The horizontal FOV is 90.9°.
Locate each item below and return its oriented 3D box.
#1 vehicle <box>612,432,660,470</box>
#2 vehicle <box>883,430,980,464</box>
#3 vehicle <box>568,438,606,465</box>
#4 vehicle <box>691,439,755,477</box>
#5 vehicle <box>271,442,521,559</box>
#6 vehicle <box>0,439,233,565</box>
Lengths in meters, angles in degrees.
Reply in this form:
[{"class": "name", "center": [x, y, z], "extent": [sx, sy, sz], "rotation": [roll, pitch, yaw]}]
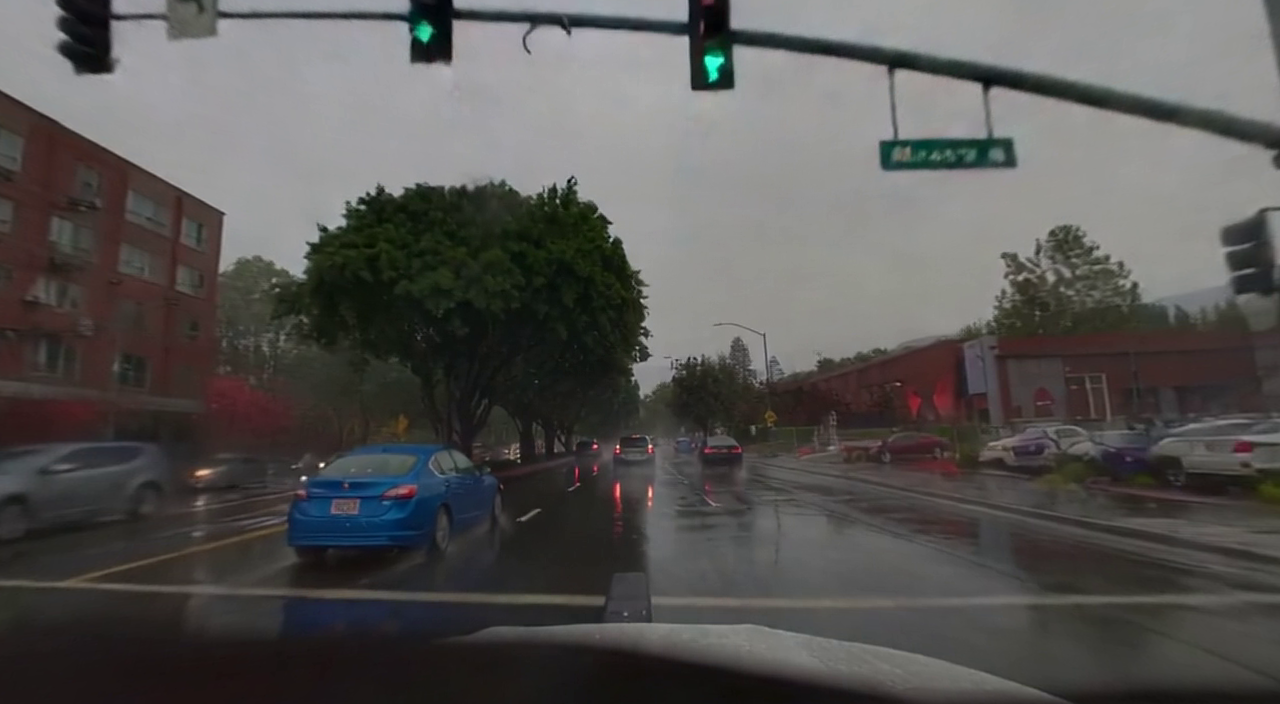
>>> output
[{"class": "vehicle", "center": [-0.171, 5.276, 33.761], "extent": [2.361, 1.898, 4.465], "rotation": [0, -8, 1]}, {"class": "vehicle", "center": [15.845, 5.202, 34.430], "extent": [4.255, 1.520, 1.900], "rotation": [-4, -8, 1]}, {"class": "vehicle", "center": [-3.440, 6.575, 41.703], "extent": [2.130, 1.645, 3.995], "rotation": [0, -8, 1]}, {"class": "vehicle", "center": [3.405, 4.444, 26.632], "extent": [2.058, 1.472, 4.317], "rotation": [0, -8, -1]}, {"class": "vehicle", "center": [-3.299, 2.070, 9.550], "extent": [2.115, 1.369, 3.908], "rotation": [0, -8, 2]}, {"class": "vehicle", "center": [-9.033, 2.250, 10.012], "extent": [2.059, 1.559, 4.709], "rotation": [-4, -8, 0]}]
